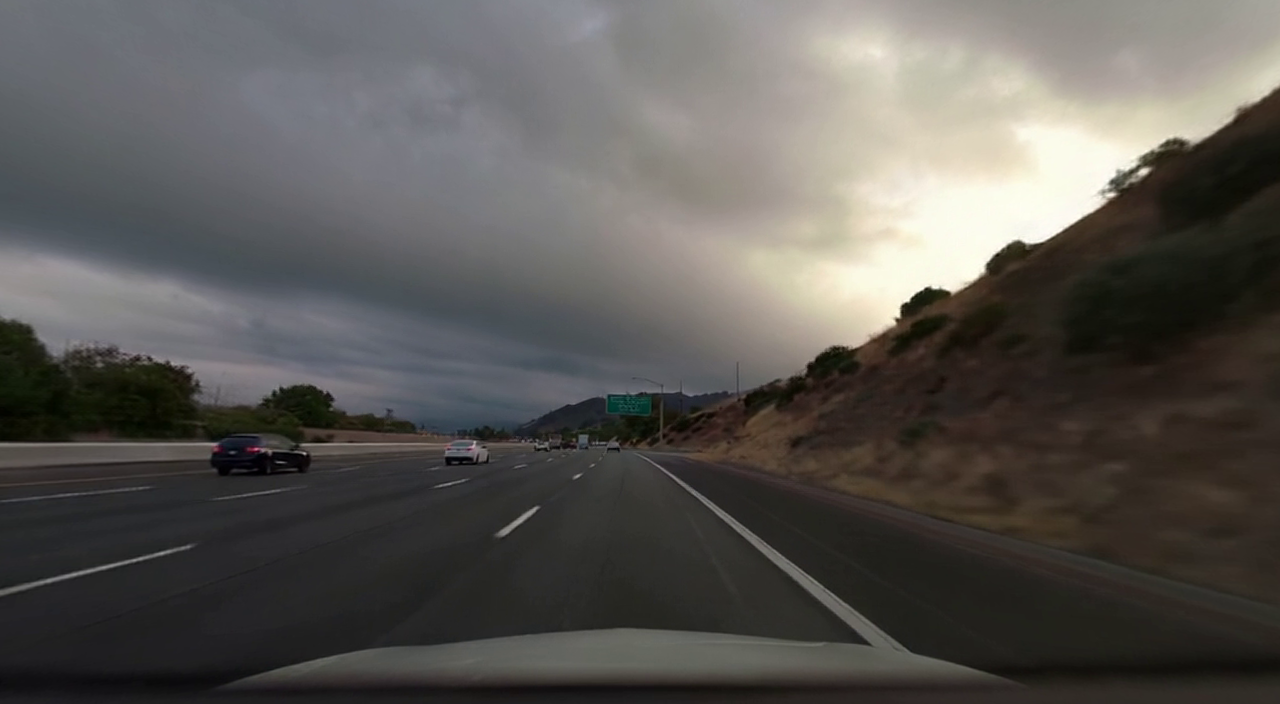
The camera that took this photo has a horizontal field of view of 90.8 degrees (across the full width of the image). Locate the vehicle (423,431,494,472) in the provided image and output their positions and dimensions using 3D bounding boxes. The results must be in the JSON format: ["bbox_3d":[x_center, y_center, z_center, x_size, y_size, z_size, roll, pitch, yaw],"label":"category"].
[{"bbox_3d":[-8.353,4.636,29.547,2.104,1.715,4.319,1,-8,-1],"label":"vehicle"}]

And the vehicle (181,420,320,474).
[{"bbox_3d":[-15.646,3.876,25.864,2.240,1.953,5.452,1,-8,-1],"label":"vehicle"}]
